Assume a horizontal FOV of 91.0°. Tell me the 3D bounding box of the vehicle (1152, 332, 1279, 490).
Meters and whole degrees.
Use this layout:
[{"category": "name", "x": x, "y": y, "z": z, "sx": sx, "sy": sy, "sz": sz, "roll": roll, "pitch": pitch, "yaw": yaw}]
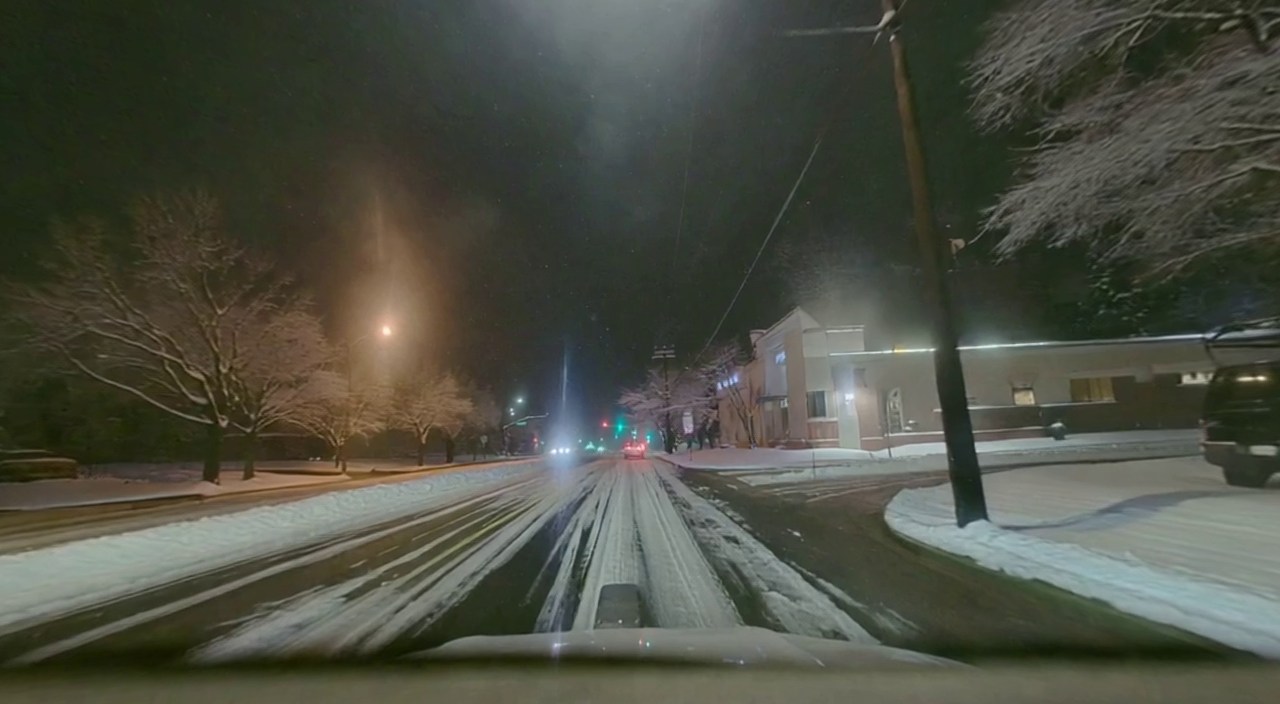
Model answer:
[{"category": "vehicle", "x": 10.577, "y": 0.867, "z": 8.696, "sx": 5.683, "sy": 1.930, "sz": 2.232, "roll": 2, "pitch": -9, "yaw": -13}]
